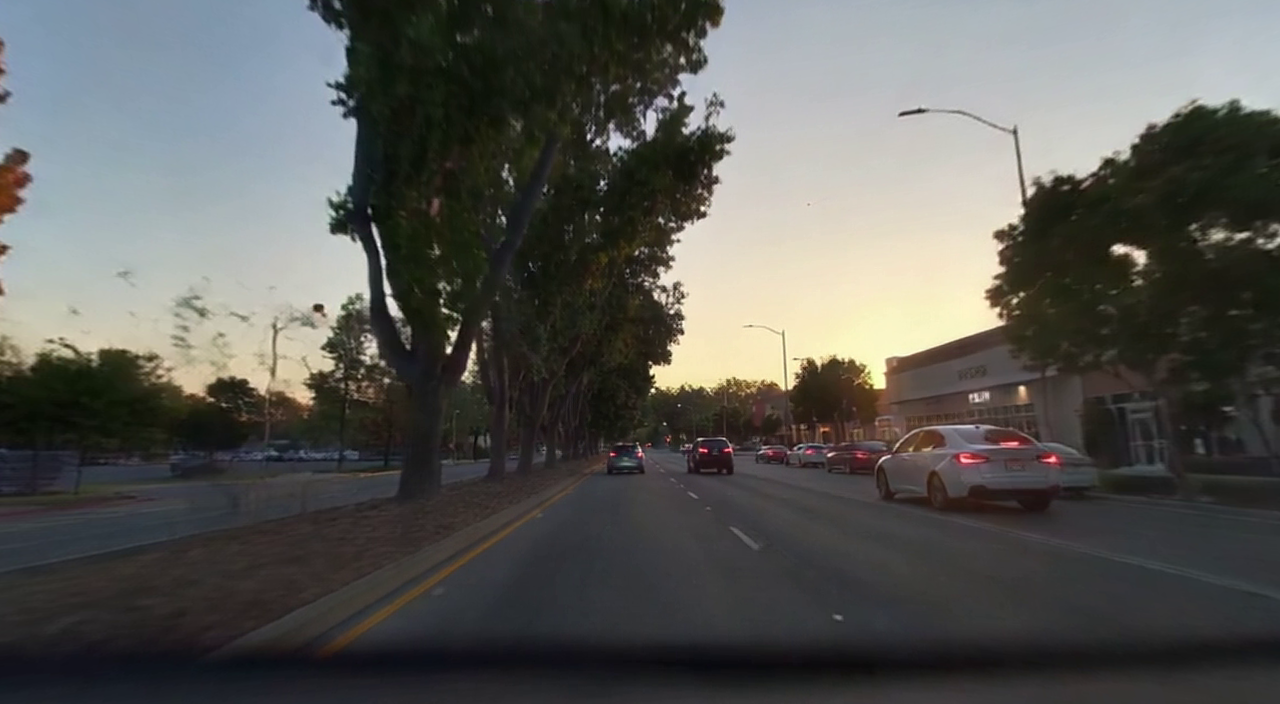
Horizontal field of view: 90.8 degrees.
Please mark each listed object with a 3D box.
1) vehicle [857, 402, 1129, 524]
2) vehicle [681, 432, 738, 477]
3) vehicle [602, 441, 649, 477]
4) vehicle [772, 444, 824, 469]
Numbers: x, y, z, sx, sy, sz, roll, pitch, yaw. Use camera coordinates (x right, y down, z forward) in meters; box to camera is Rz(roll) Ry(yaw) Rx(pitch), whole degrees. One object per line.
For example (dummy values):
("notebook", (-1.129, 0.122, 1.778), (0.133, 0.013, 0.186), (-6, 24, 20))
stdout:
("vehicle", (6.617, 2.193, 12.984), (2.240, 1.923, 5.678), (0, -8, -1))
("vehicle", (3.027, 4.598, 28.461), (1.955, 1.845, 4.538), (0, -8, -1))
("vehicle", (-0.673, 4.922, 29.275), (2.037, 1.568, 3.693), (0, -8, -1))
("vehicle", (9.993, 6.627, 40.362), (1.898, 1.475, 4.860), (0, -8, -2))
